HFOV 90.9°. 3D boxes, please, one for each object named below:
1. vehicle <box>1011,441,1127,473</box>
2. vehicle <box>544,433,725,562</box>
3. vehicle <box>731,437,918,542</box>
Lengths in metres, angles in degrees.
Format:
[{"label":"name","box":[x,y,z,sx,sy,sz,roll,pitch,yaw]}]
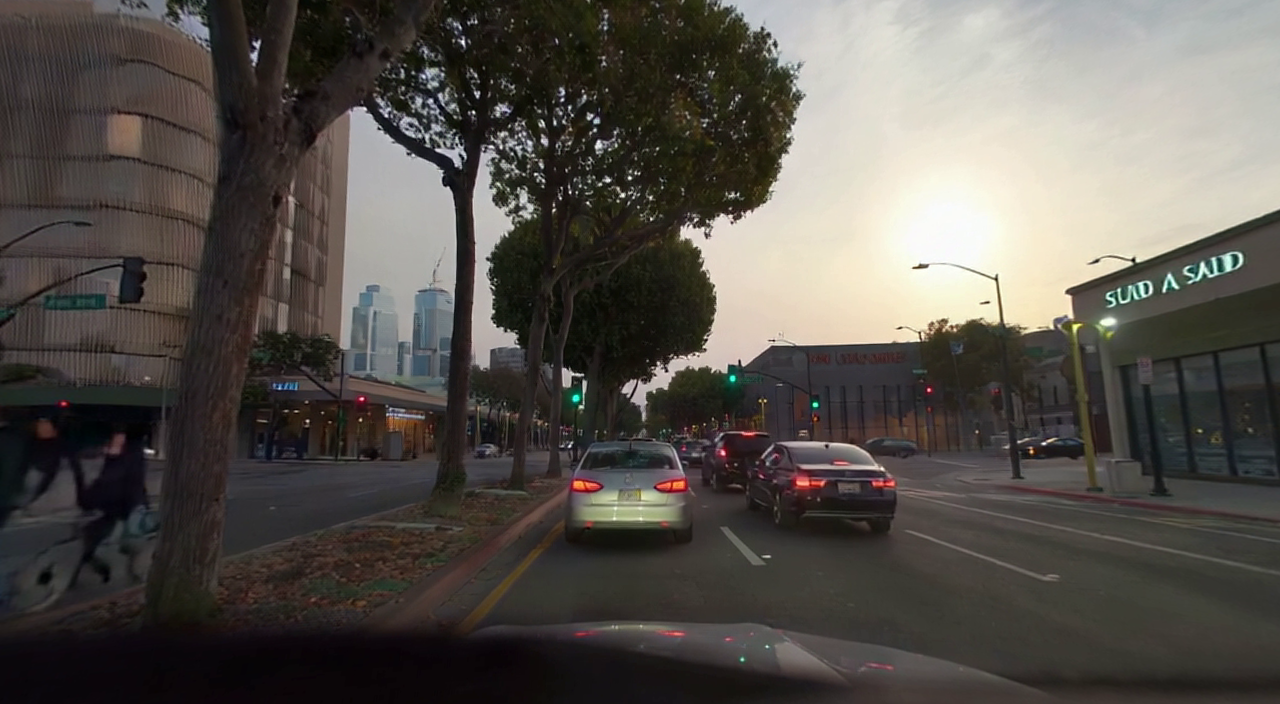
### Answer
[{"label":"vehicle","box":[22.596,5.541,33.340,4.610,1.622,1.934,-1,-8,4]},{"label":"vehicle","box":[-0.104,1.982,9.389,2.087,1.456,4.143,0,-8,-1]},{"label":"vehicle","box":[2.904,2.248,11.031,1.893,1.446,4.270,0,-8,-1]}]
